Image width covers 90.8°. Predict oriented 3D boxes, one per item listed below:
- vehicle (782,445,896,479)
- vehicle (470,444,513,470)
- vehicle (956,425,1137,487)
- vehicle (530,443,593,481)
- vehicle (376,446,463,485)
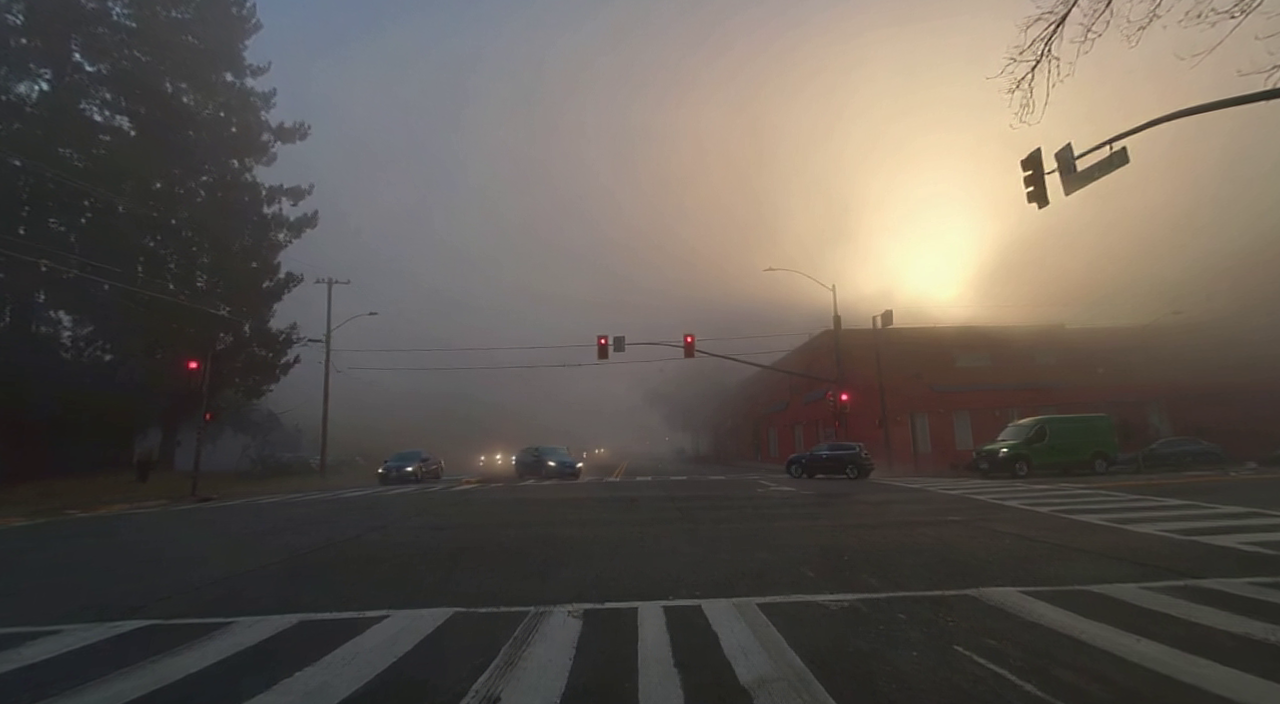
[{"bbox_3d":[9.204,5.056,29.319,4.828,1.453,1.919,-3,-9,19],"label":"vehicle"},{"bbox_3d":[-8.978,6.362,38.494,1.779,1.460,4.463,1,-9,-4],"label":"vehicle"},{"bbox_3d":[14.856,3.773,23.126,5.910,2.046,2.228,3,-9,-19],"label":"vehicle"},{"bbox_3d":[-3.305,4.434,25.832,1.846,1.416,4.228,2,-9,-17],"label":"vehicle"},{"bbox_3d":[-8.920,4.617,26.009,2.024,1.460,4.381,0,-9,0],"label":"vehicle"}]
